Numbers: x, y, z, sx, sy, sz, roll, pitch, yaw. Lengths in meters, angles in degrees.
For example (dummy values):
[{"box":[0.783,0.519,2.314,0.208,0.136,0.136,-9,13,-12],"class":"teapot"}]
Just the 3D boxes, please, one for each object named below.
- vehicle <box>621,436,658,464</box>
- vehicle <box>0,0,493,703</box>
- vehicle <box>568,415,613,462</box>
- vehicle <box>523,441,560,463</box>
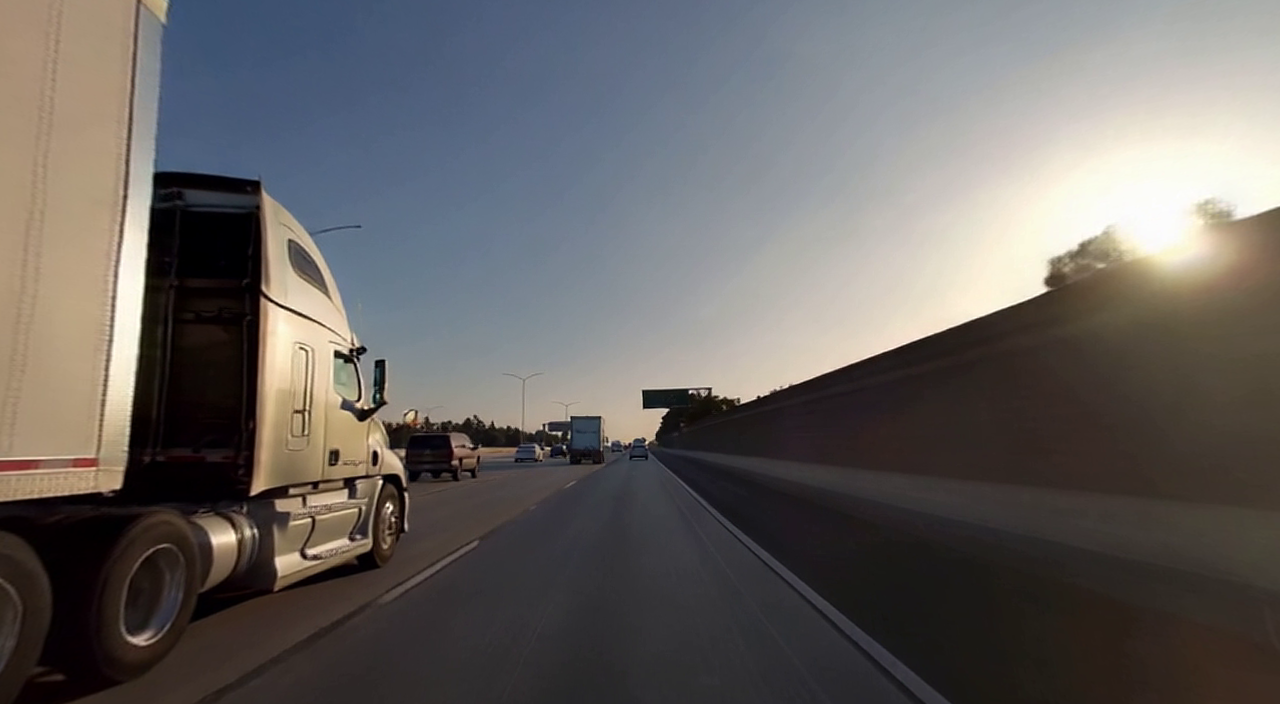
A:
[{"box":[-0.031,6.177,39.688,2.178,1.640,4.071,0,-8,0],"class":"vehicle"},{"box":[-3.807,0.465,4.778,3.025,3.266,9.256,0,-8,1],"class":"vehicle"},{"box":[-3.697,6.826,49.348,2.956,3.331,9.575,0,-8,-1],"class":"vehicle"},{"box":[-7.248,7.397,46.706,1.962,1.489,4.002,0,-8,1],"class":"vehicle"}]
